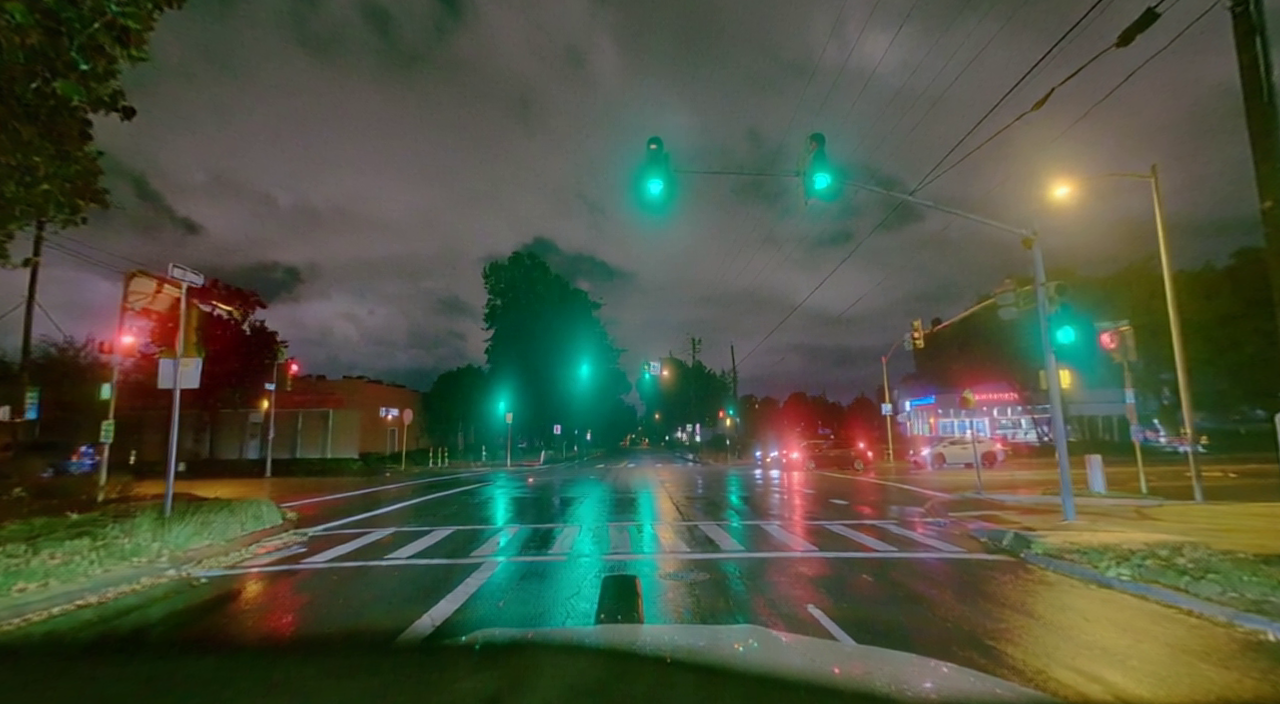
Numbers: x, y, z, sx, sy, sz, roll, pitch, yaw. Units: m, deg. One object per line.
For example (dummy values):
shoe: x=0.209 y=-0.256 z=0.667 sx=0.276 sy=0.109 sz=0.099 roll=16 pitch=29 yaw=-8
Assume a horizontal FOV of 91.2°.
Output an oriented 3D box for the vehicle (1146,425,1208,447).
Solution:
vehicle: x=41.064 y=6.452 z=47.986 sx=1.682 sy=1.422 sz=3.422 roll=3 pitch=-10 yaw=1

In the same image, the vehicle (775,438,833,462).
vehicle: x=11.087 y=6.622 z=42.246 sx=1.955 sy=1.508 sz=4.295 roll=-8 pitch=-12 yaw=42

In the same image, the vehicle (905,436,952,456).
vehicle: x=21.814 y=7.136 z=47.496 sx=1.923 sy=1.463 sz=3.758 roll=-1 pitch=-9 yaw=3

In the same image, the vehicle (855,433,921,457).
vehicle: x=16.926 y=6.334 z=42.692 sx=4.522 sy=1.546 sz=1.941 roll=6 pitch=-11 yaw=-34

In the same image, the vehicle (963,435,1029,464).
vehicle: x=20.985 y=5.737 z=37.100 sx=1.851 sy=1.388 sz=3.475 roll=0 pitch=-4 yaw=0
